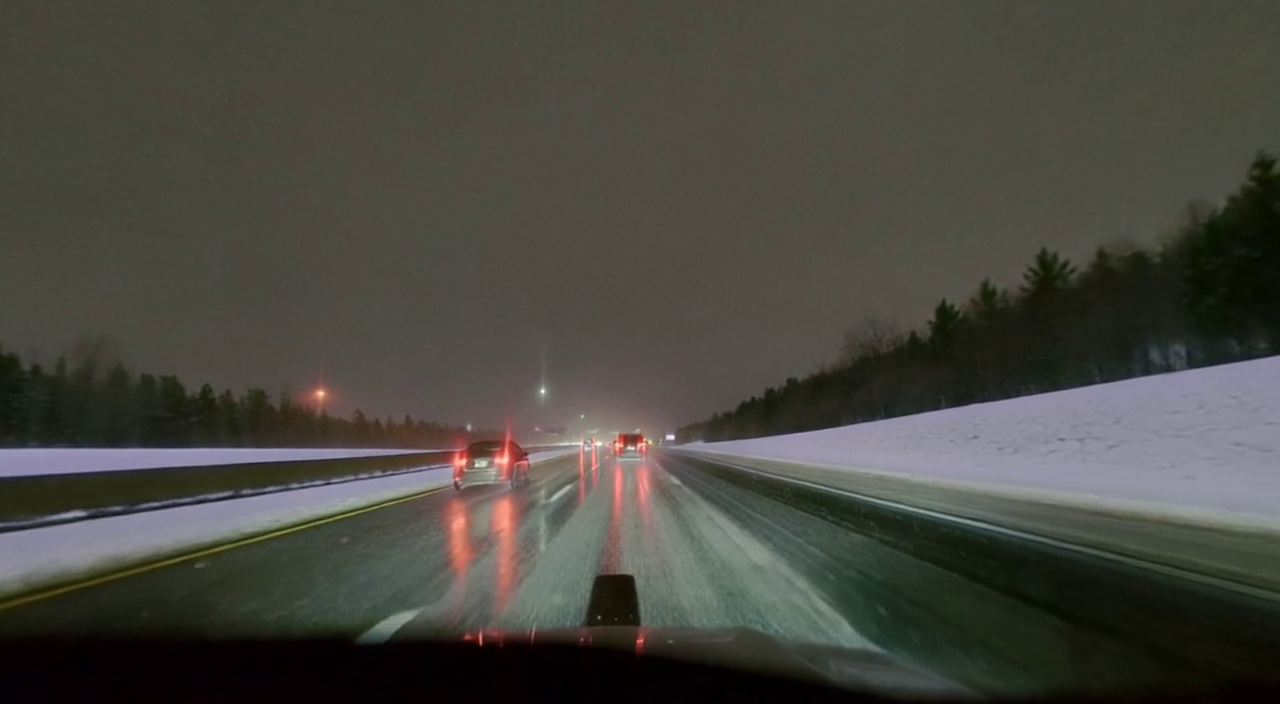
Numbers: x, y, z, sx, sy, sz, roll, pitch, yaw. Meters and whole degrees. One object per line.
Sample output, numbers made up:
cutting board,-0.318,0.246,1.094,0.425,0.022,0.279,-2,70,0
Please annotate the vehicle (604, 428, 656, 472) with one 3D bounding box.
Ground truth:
vehicle,-0.511,4.836,31.273,2.382,1.973,4.439,0,-8,-2

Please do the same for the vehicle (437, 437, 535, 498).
vehicle,-4.325,3.271,18.308,1.945,1.550,3.780,-1,-8,-1
